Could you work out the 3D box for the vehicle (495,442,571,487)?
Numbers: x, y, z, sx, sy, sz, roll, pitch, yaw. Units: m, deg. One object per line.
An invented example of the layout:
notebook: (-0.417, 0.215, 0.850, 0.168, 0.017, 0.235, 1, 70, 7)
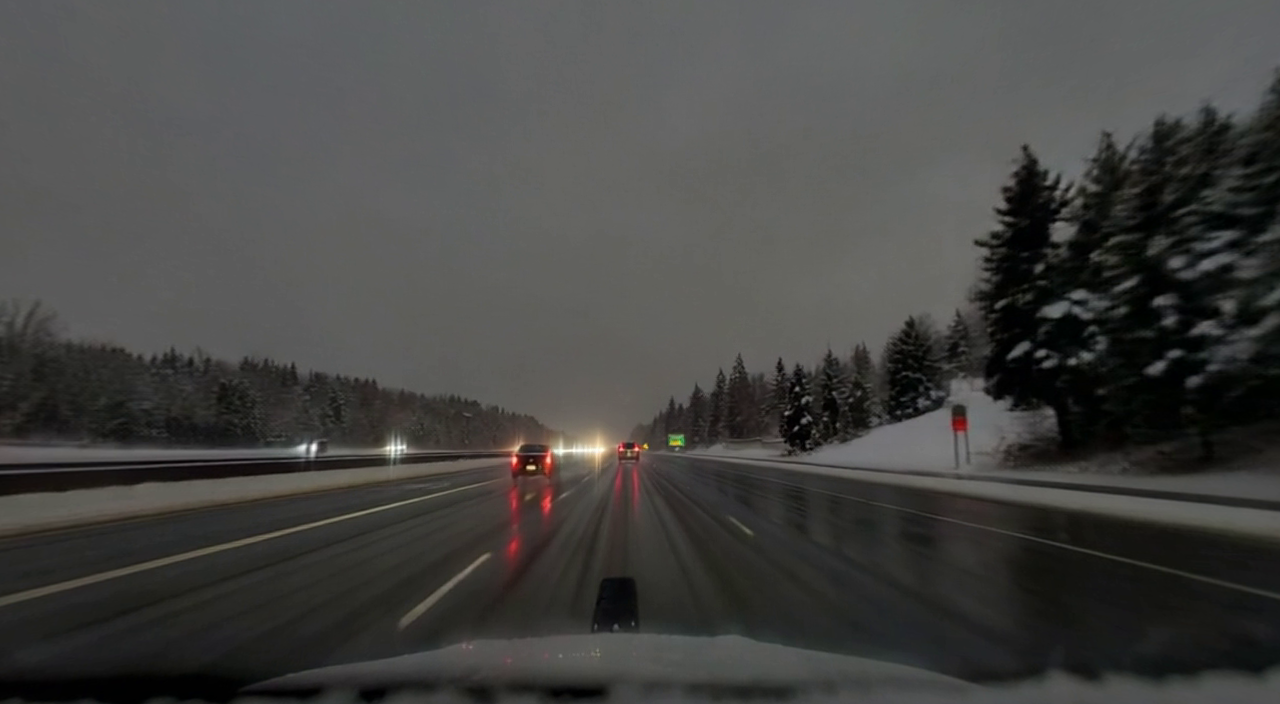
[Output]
vehicle: (-4.105, 4.383, 25.071, 2.140, 1.574, 4.946, 0, -8, 0)
